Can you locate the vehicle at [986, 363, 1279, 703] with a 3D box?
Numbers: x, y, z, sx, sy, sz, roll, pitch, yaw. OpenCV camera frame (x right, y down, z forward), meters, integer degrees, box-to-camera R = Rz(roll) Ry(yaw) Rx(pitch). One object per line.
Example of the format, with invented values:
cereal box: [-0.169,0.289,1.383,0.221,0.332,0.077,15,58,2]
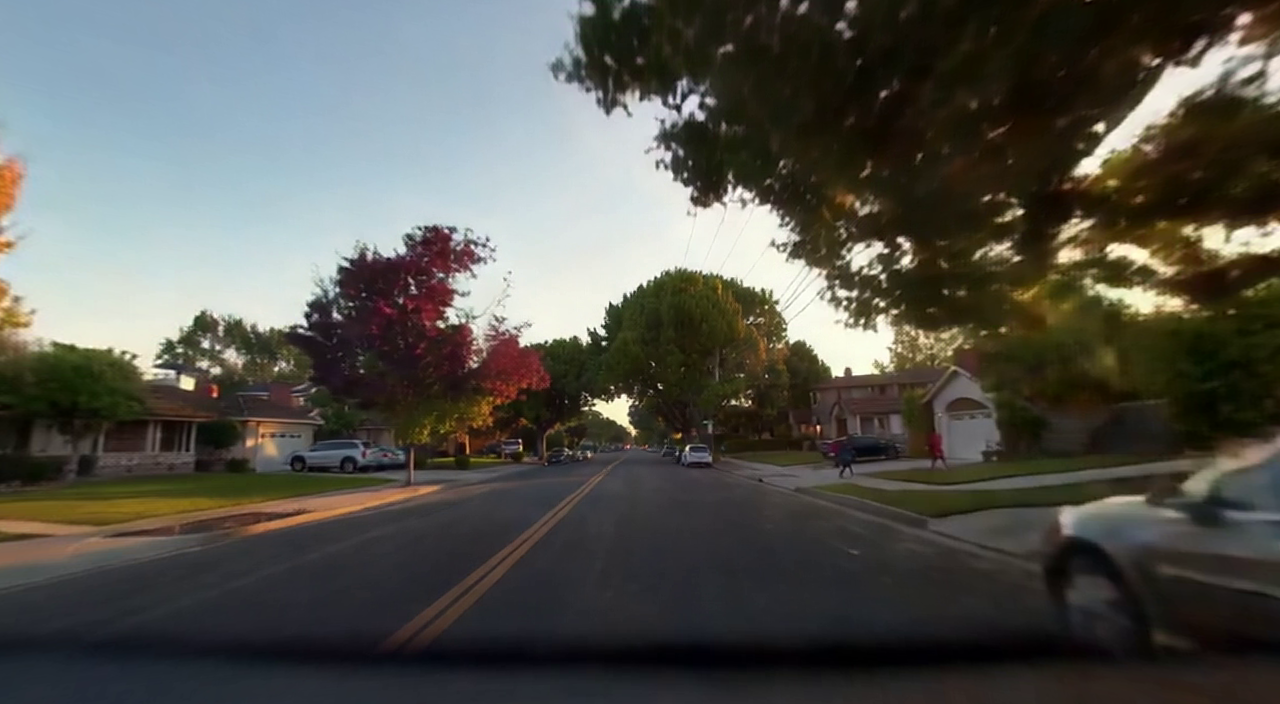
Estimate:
vehicle: [3.685,0.863,2.259,2.316,1.695,4.596,0,-8,1]

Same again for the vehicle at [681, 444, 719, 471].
vehicle: [3.765,6.695,40.220,1.917,1.569,4.460,0,-8,-1]

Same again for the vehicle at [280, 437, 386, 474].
vehicle: [-15.413,5.233,31.768,4.320,1.767,1.951,-1,-9,2]
